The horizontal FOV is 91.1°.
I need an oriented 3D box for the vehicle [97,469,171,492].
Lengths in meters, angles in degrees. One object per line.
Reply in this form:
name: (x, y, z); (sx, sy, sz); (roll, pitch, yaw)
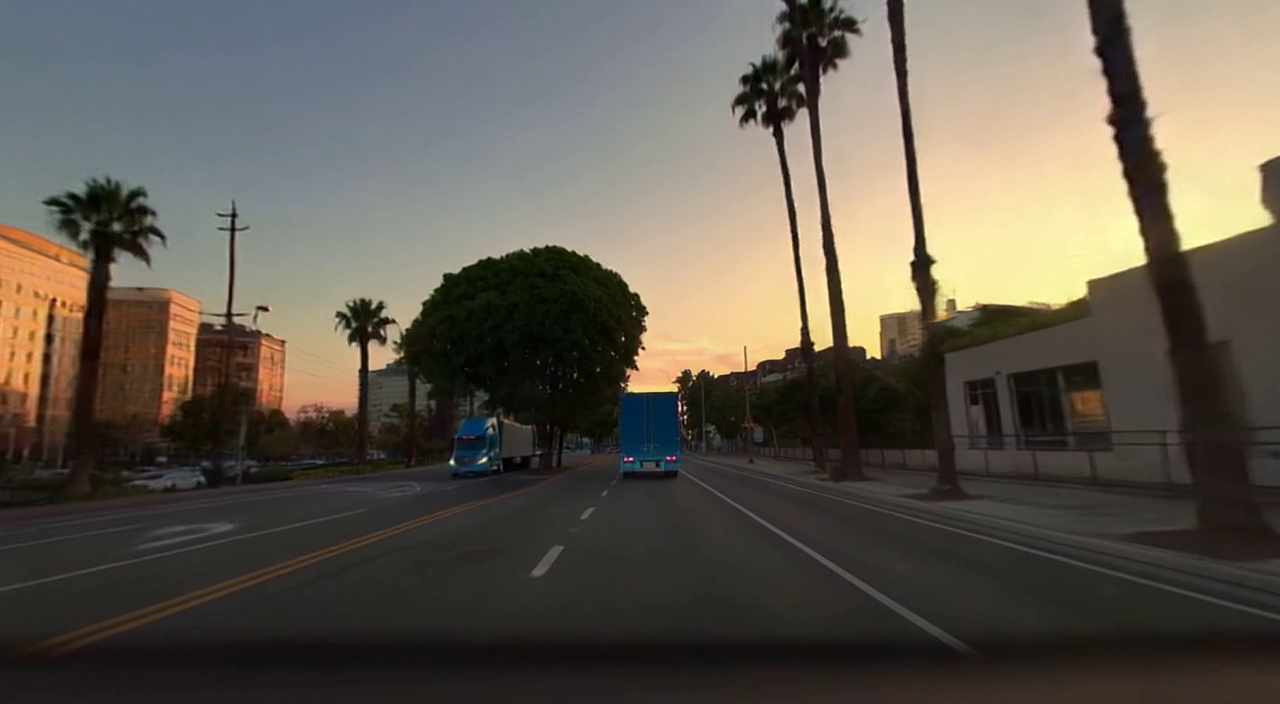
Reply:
vehicle: (-35.193, 8.931, 43.726); (3.645, 1.436, 1.673); (0, -9, 1)

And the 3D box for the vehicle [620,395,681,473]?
vehicle: (0.345, 5.027, 37.822); (2.992, 3.949, 11.815); (0, -9, -2)
